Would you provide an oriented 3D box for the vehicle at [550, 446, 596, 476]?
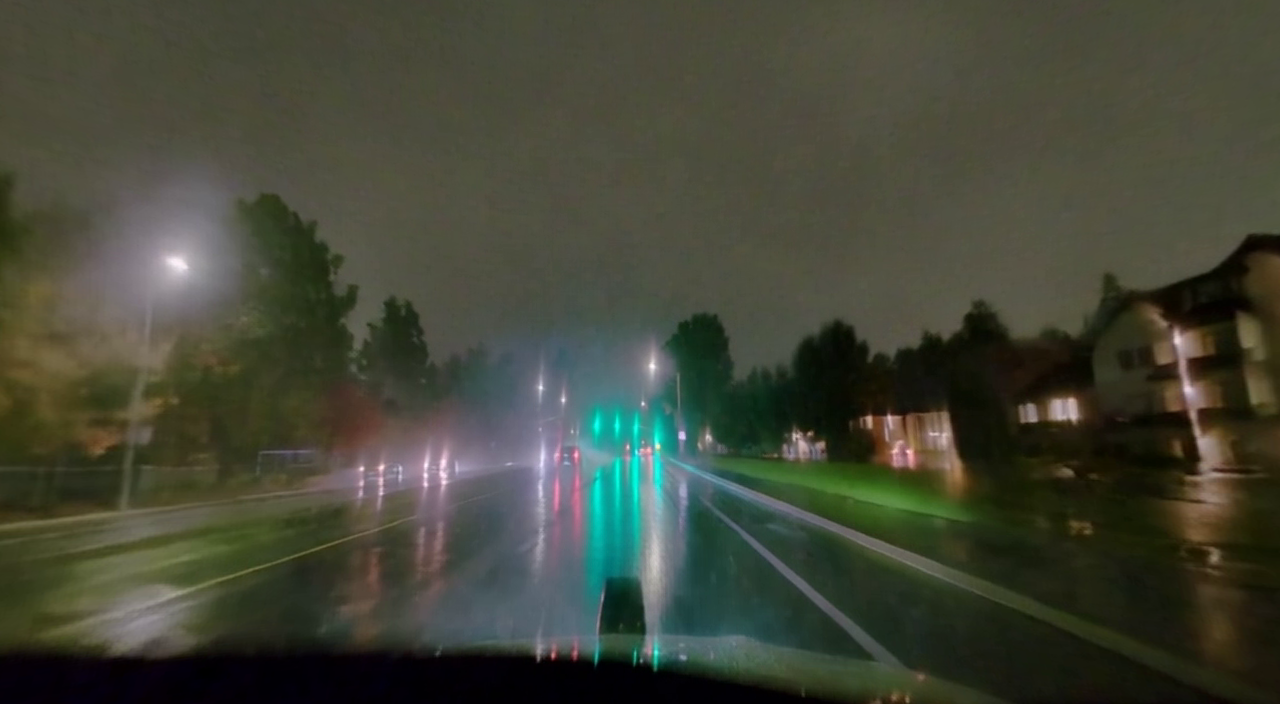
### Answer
[{"bbox_3d":[-3.554,5.834,34.060,1.992,1.447,4.044,0,-8,0],"label":"vehicle"}]

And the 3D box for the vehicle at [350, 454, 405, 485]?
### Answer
[{"bbox_3d":[-17.530,7.825,42.372,1.948,1.602,4.544,-4,-7,-3],"label":"vehicle"}]
